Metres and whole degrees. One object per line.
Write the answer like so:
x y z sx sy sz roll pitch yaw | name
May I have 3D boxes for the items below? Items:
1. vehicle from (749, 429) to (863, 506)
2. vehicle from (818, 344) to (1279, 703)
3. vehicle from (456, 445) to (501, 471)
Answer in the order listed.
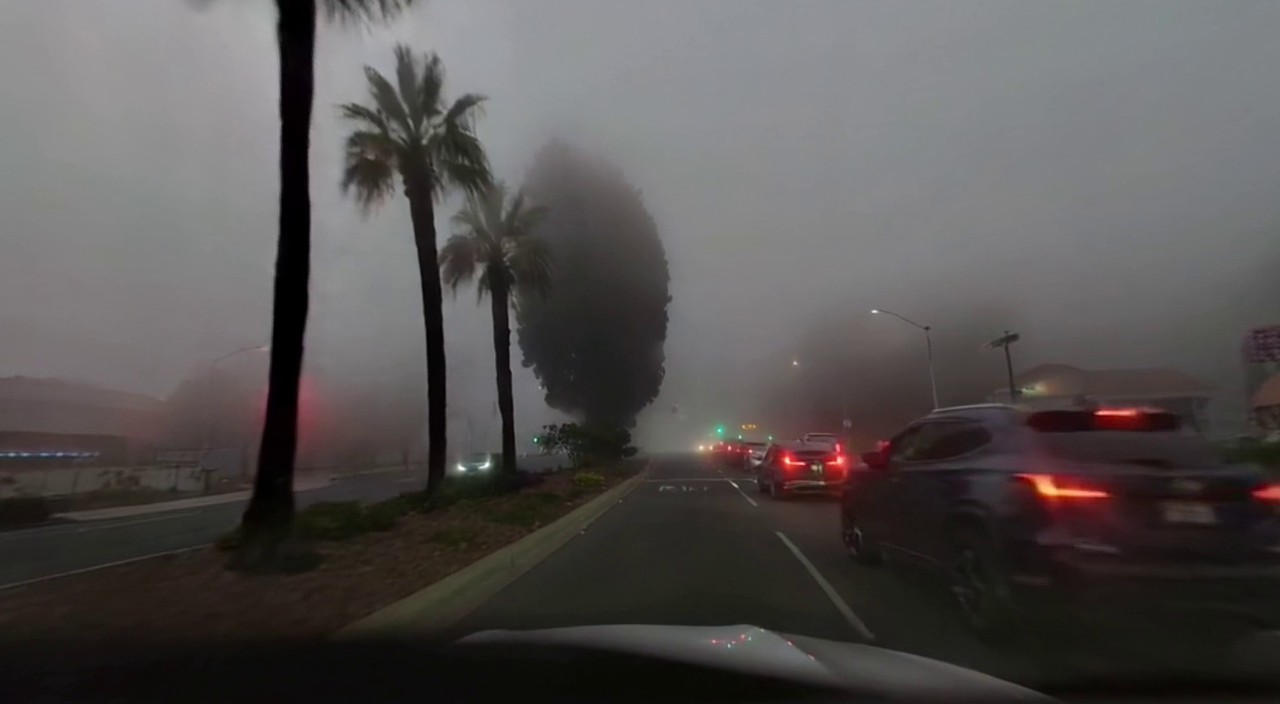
4.255 3.027 17.068 2.061 1.744 4.752 -1 -8 4 | vehicle
3.314 1.223 5.496 2.428 1.816 4.959 -1 -8 4 | vehicle
-11.399 7.485 44.900 1.979 1.724 4.334 -1 -8 2 | vehicle
